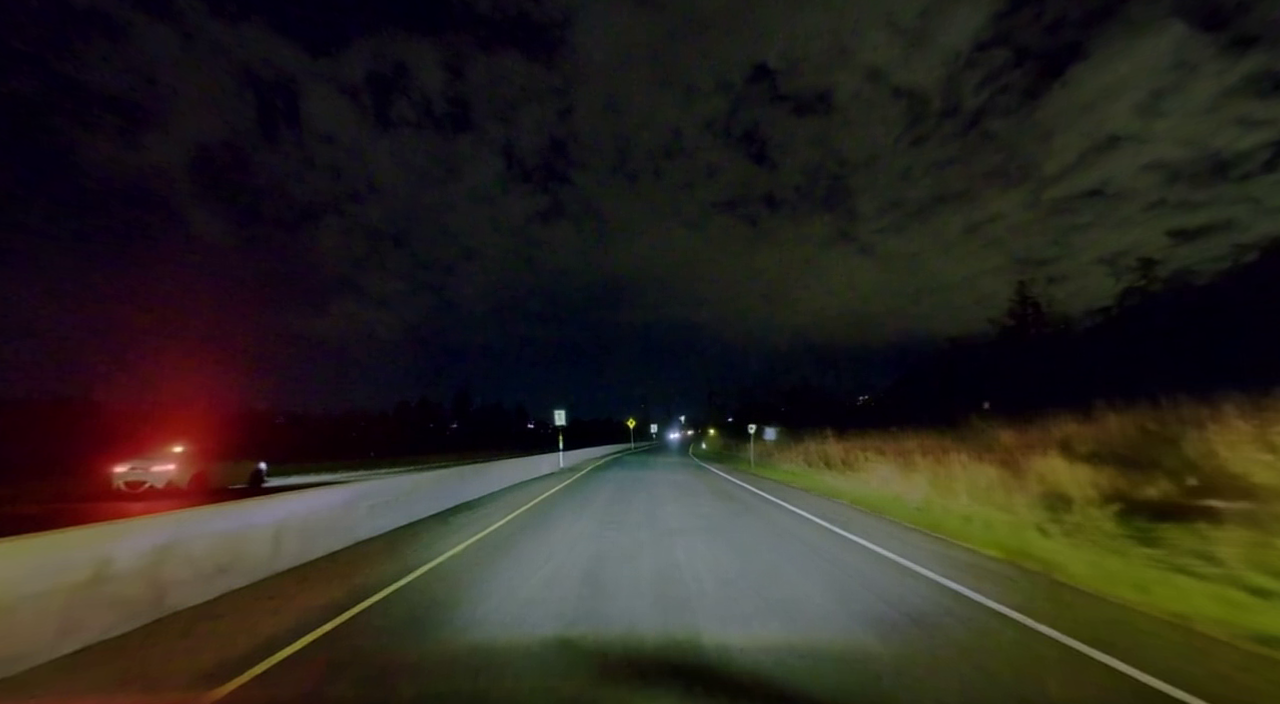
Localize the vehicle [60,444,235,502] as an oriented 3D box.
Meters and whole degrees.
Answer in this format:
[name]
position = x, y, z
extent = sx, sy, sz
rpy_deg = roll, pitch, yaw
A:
[vehicle]
position = -14.351, 3.497, 18.696
extent = 1.895, 1.451, 4.168
rpy_deg = 0, -8, -1
